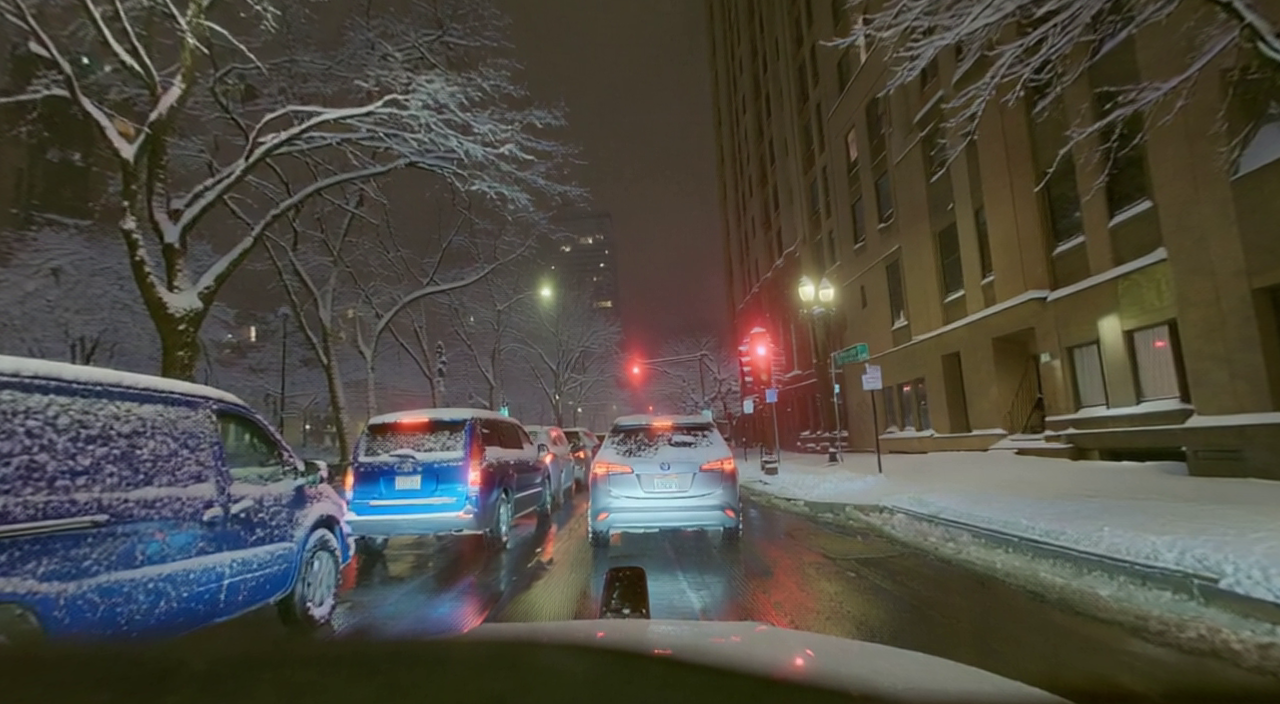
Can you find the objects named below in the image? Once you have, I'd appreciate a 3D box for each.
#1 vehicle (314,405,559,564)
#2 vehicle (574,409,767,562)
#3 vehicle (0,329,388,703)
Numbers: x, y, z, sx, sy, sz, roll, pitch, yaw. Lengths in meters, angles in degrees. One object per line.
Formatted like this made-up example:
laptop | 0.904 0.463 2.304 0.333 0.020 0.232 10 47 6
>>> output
vehicle | -2.643 1.864 9.596 2.124 1.799 4.587 0 -8 1
vehicle | 0.362 1.824 9.252 2.205 1.727 3.917 0 -8 0
vehicle | -3.170 0.991 3.485 1.940 1.722 3.823 0 -8 0
